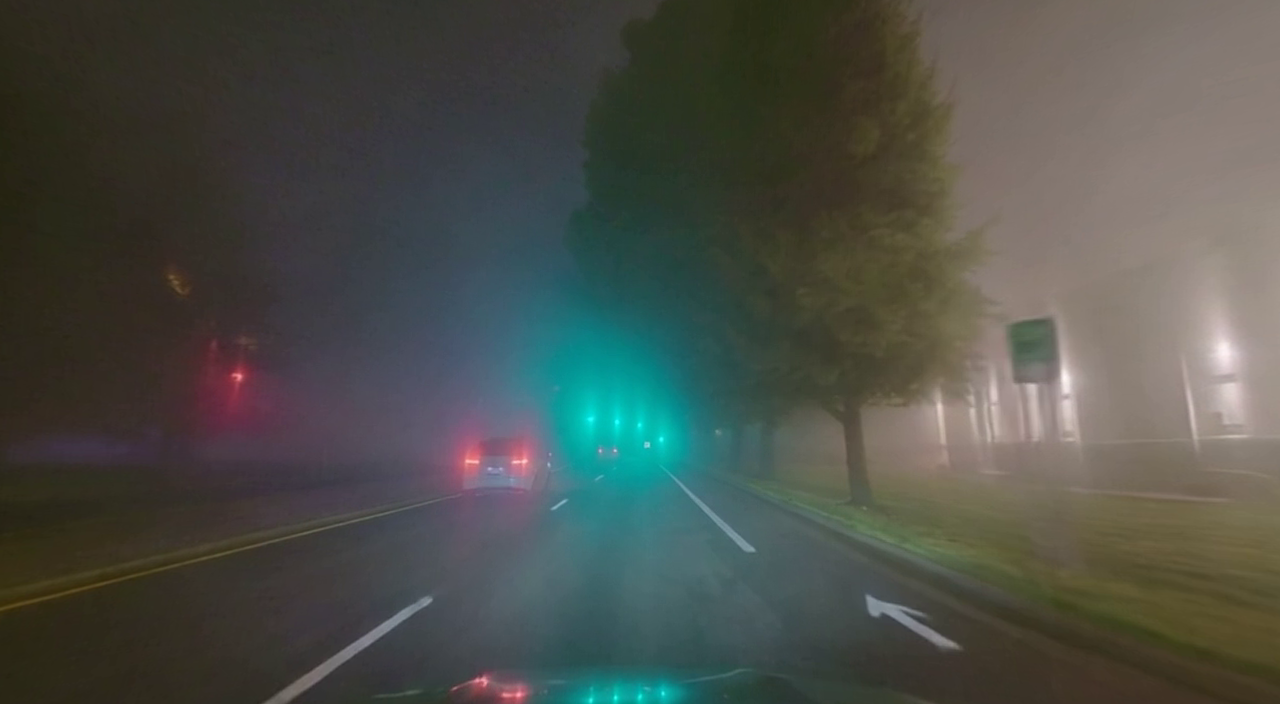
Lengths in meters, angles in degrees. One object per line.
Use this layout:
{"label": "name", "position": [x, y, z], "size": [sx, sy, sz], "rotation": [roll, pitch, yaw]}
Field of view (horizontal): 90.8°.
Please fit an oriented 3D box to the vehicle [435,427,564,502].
{"label": "vehicle", "position": [-3.471, 2.914, 16.743], "size": [2.202, 1.685, 4.772], "rotation": [0, -8, 1]}
